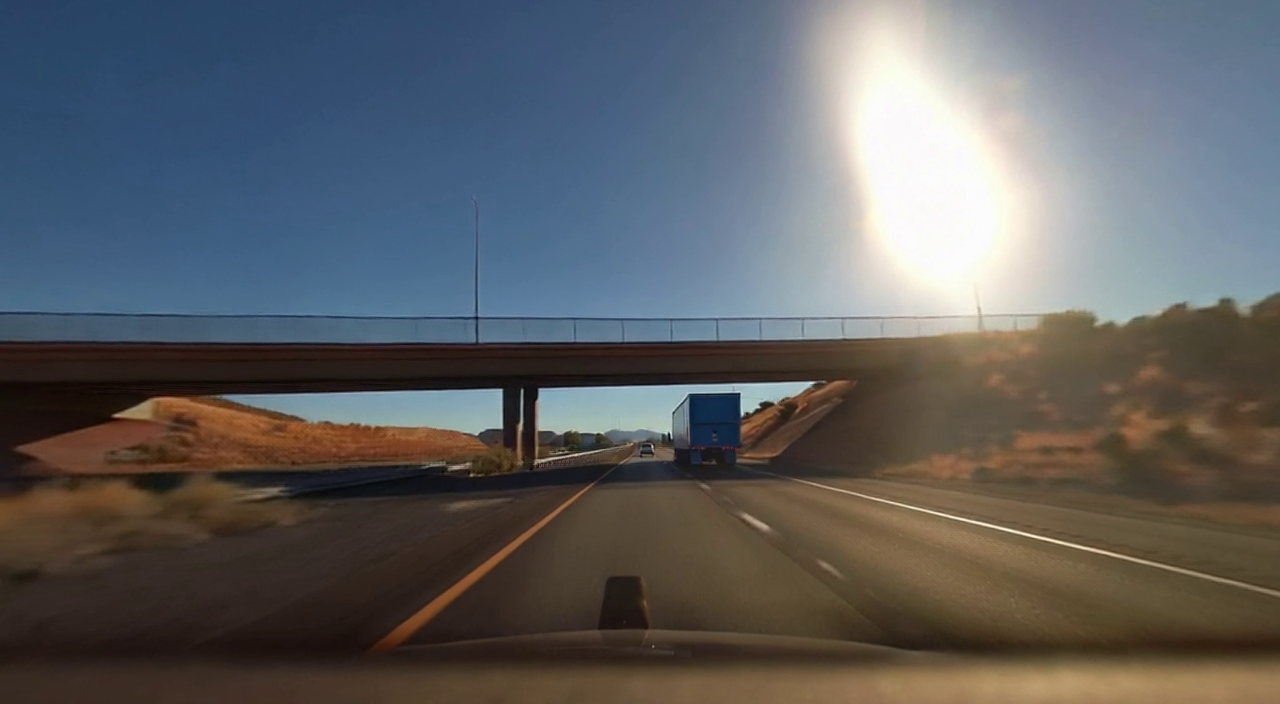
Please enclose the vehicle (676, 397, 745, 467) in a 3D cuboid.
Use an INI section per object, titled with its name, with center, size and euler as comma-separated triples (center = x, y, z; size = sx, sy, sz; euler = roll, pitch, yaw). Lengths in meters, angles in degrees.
[vehicle]
center = 4.187, 5.157, 40.032
size = 3.024, 3.834, 10.128
euler = 0, -8, -1
